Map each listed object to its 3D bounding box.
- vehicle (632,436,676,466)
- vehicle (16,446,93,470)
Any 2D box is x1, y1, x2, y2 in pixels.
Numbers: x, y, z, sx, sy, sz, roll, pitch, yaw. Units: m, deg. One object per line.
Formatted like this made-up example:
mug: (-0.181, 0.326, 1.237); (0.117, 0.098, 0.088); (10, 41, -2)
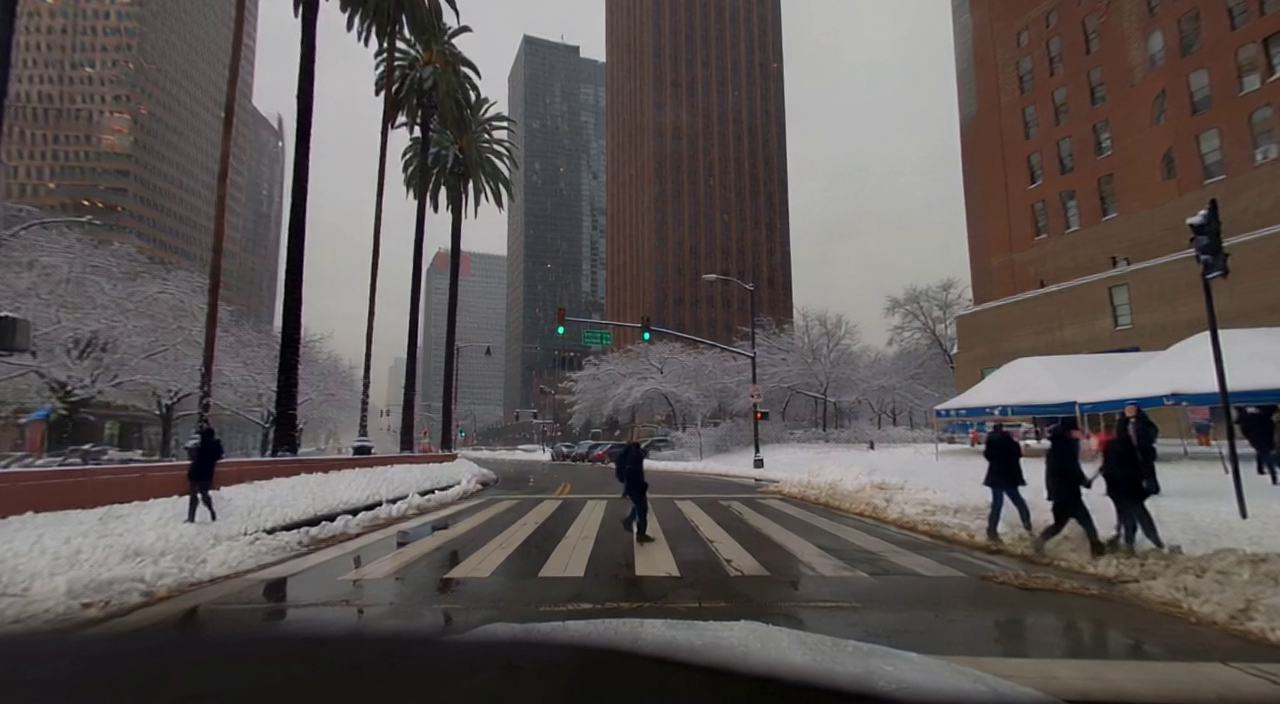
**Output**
vehicle: (0.919, 7.282, 46.639); (2.322, 2.071, 5.366); (1, -9, -9)
vehicle: (-45.973, 8.334, 49.741); (1.922, 1.798, 4.317); (0, -8, 0)
